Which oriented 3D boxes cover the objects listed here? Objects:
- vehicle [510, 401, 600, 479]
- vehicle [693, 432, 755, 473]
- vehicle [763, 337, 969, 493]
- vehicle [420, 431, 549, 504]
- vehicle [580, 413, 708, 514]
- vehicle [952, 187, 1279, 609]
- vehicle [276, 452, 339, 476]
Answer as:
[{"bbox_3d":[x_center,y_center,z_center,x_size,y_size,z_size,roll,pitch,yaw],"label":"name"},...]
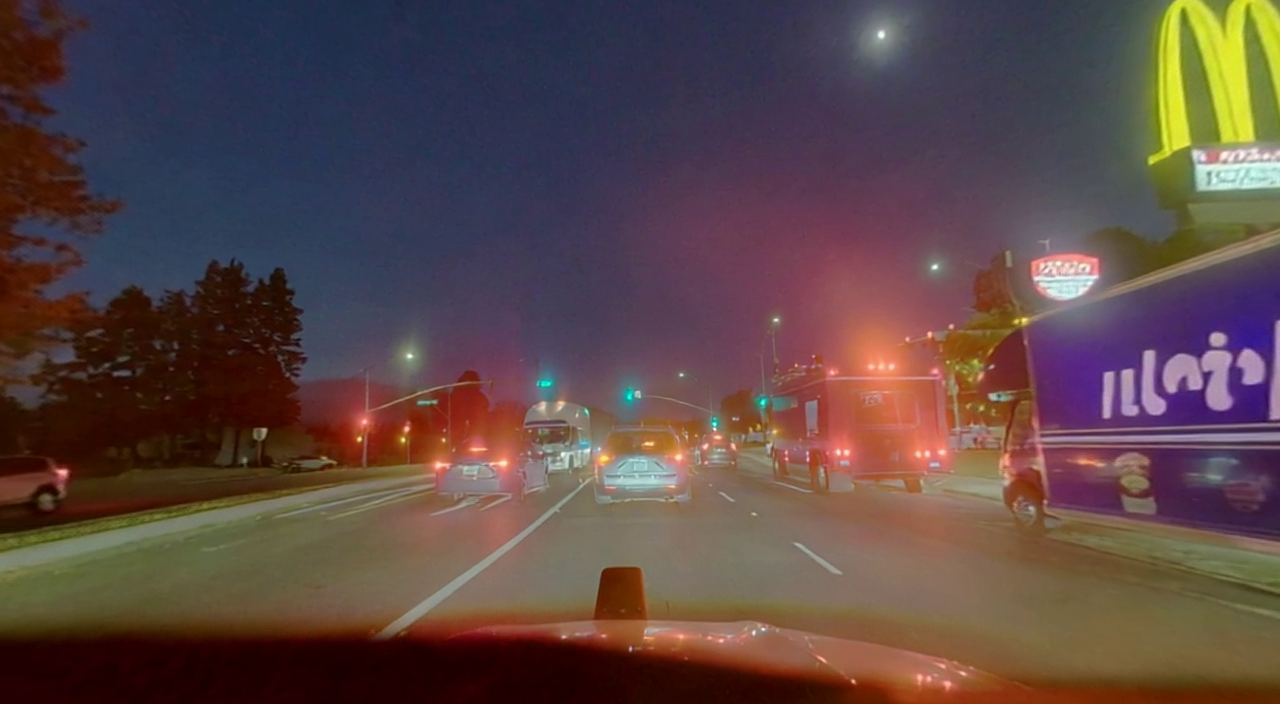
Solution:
[{"bbox_3d":[-3.304,3.700,26.536,2.715,2.791,7.171,-1,-8,1],"label":"vehicle"},{"bbox_3d":[3.442,4.214,26.663,2.075,1.540,4.411,-1,-8,1],"label":"vehicle"},{"bbox_3d":[6.695,2.331,21.138,2.816,3.804,10.315,-3,-8,-1],"label":"vehicle"},{"bbox_3d":[-3.578,2.739,15.449,2.008,1.500,4.369,-1,-8,1],"label":"vehicle"},{"bbox_3d":[0.094,2.233,13.002,2.209,1.718,4.008,-1,-8,1],"label":"vehicle"},{"bbox_3d":[6.608,0.549,6.332,2.891,3.361,7.843,-1,-8,0],"label":"vehicle"},{"bbox_3d":[-22.639,7.597,43.152,1.824,1.470,4.486,-1,-8,2],"label":"vehicle"}]
